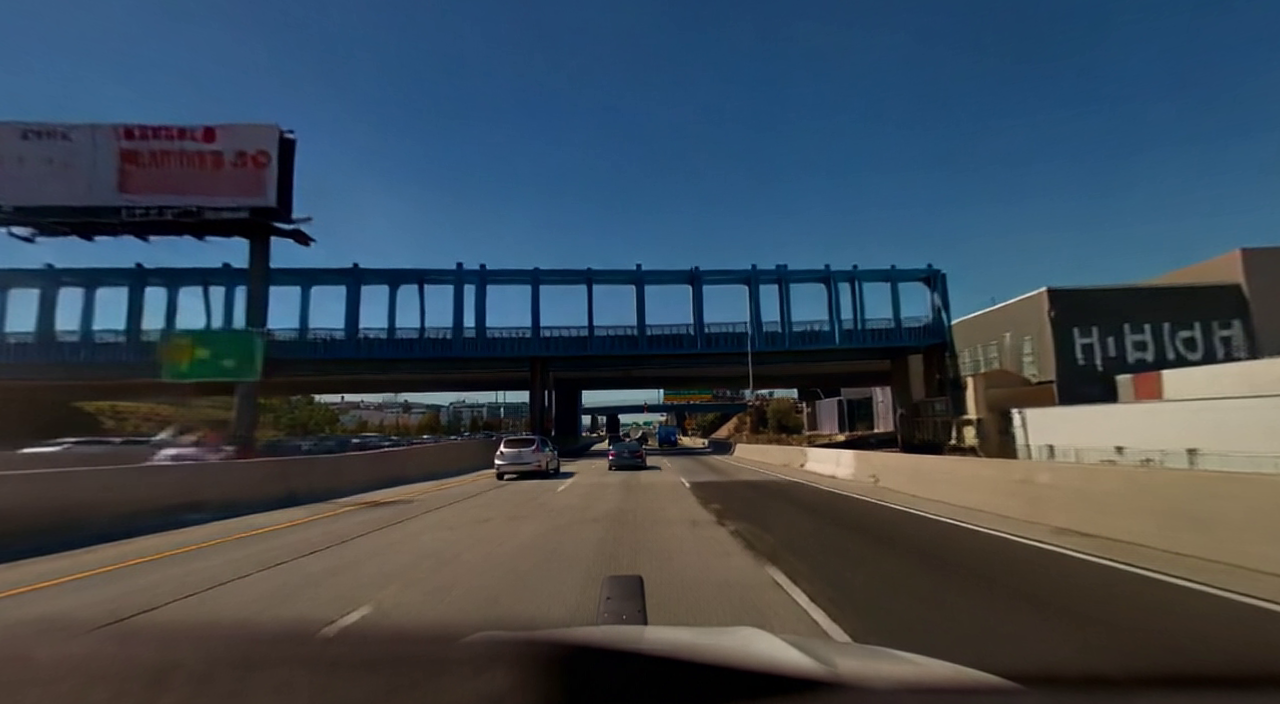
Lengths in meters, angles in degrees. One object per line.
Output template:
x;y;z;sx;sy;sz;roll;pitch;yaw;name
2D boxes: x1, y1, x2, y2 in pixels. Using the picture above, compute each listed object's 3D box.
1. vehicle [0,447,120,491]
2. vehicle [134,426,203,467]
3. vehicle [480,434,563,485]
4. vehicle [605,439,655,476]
-28.848;5.681;31.105;2.051;1.965;4.929;0;-8;1;vehicle
-32.407;6.477;43.443;2.120;2.646;3.194;-2;-8;2;vehicle
-4.019;3.710;22.122;2.064;1.589;4.213;0;-8;1;vehicle
-0.372;4.276;25.788;1.877;1.386;3.872;0;-8;0;vehicle
